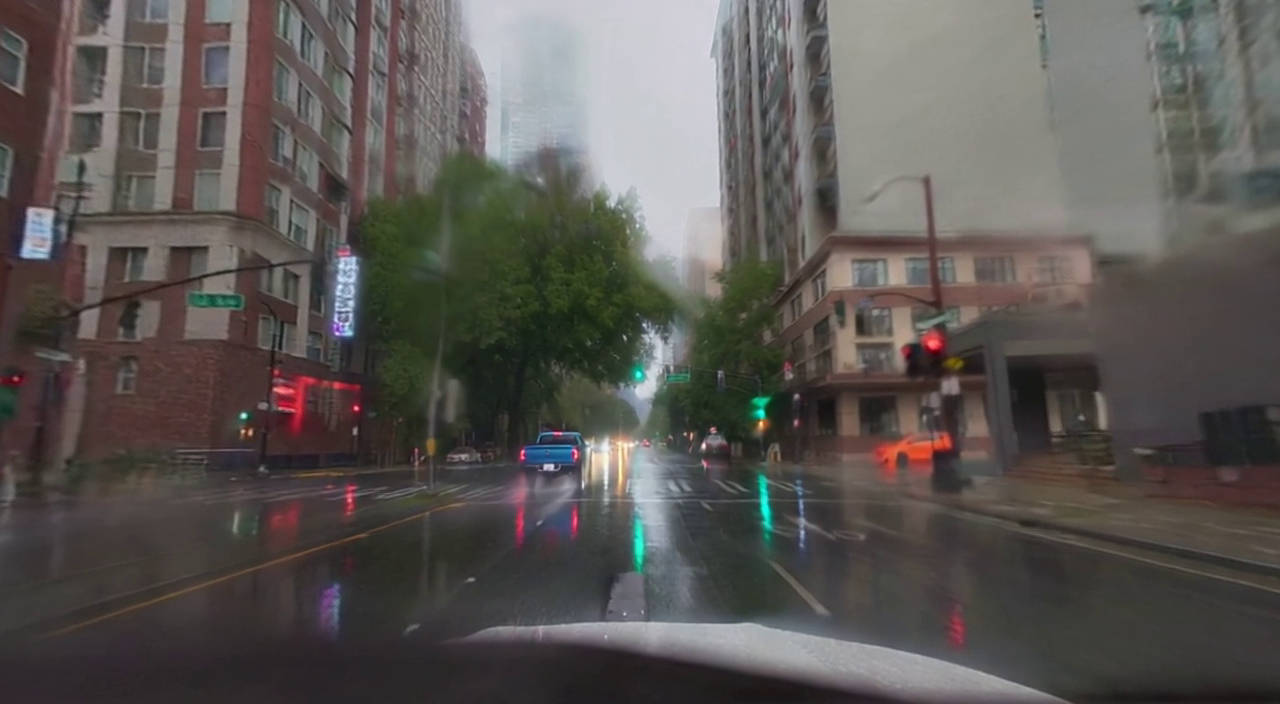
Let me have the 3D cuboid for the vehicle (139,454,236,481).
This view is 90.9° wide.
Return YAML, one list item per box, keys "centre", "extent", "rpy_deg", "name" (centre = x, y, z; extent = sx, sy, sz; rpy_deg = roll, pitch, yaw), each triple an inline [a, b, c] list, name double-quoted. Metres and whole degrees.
- centre: [-24.403, 6.218, 34.086]
  extent: [3.897, 1.388, 1.671]
  rpy_deg: [0, -8, -1]
  name: "vehicle"

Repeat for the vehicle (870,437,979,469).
- centre: [13.990, 4.997, 31.210]
  extent: [4.447, 1.484, 1.928]
  rpy_deg: [0, -9, 2]
  name: "vehicle"

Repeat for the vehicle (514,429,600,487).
- centre: [-2.727, 3.677, 22.187]
  extent: [2.197, 1.786, 5.365]
  rpy_deg: [0, -9, 1]
  name: "vehicle"

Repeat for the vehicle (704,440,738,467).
- centre: [6.015, 7.564, 47.167]
  extent: [2.001, 1.861, 4.536]
  rpy_deg: [0, -9, 1]
  name: "vehicle"
